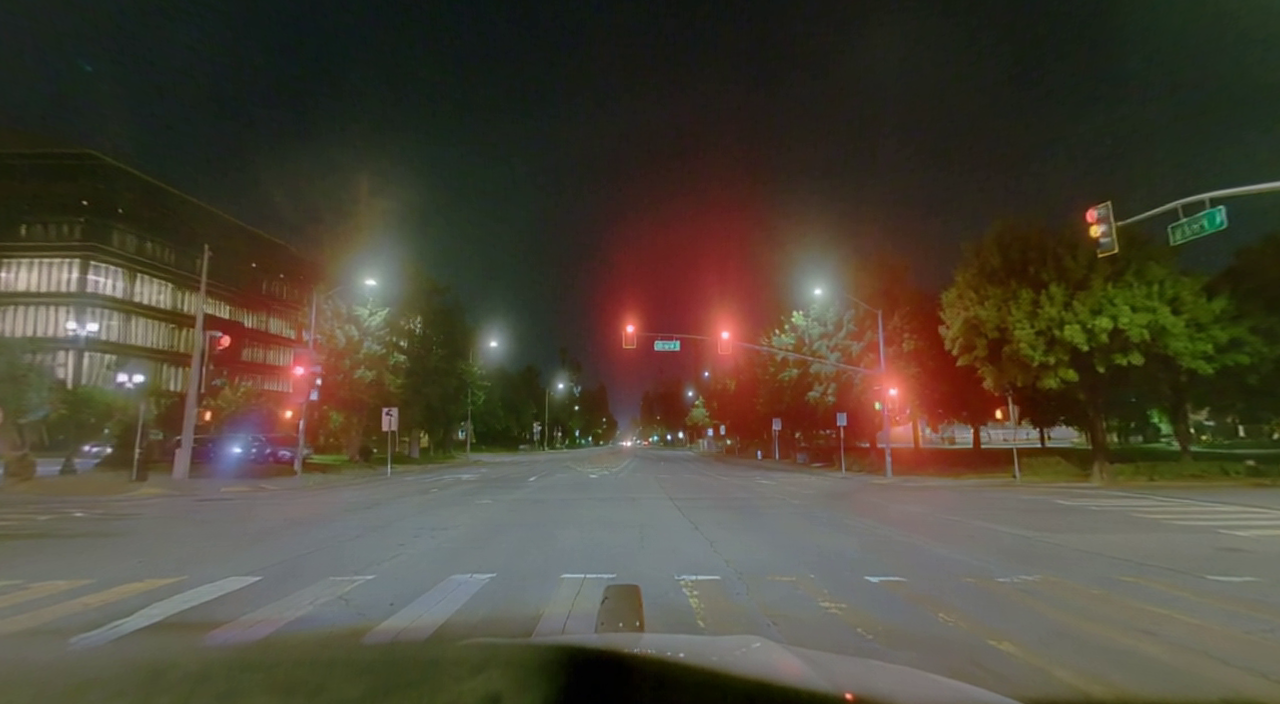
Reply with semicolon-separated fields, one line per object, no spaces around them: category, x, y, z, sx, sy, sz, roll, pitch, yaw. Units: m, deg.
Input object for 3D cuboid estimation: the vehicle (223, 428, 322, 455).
vehicle;-22.406;5.512;38.699;4.765;1.593;1.891;1;-9;-8
